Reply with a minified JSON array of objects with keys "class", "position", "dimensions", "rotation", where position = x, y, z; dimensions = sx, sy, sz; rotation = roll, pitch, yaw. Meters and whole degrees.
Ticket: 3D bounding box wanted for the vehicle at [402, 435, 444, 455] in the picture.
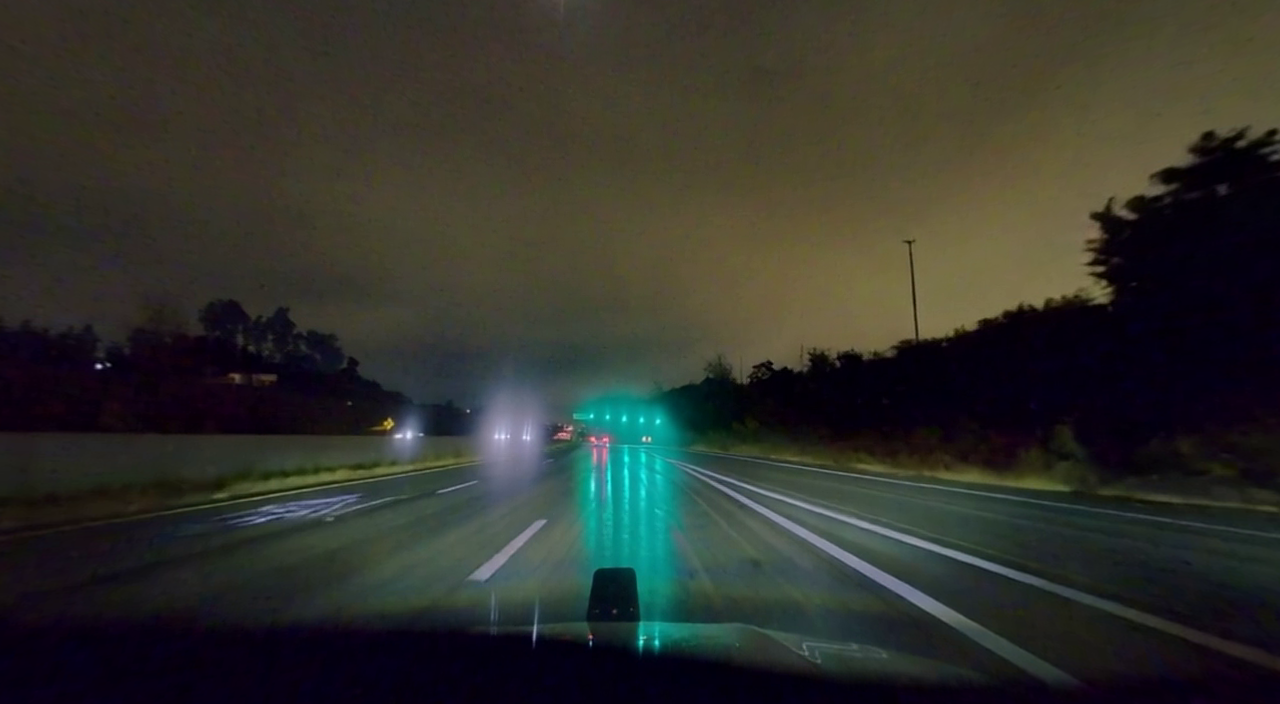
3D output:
[{"class":"vehicle","position":[-17.172,7.401,49.923],"dimensions":[1.842,1.480,4.347],"rotation":[0,-8,-1]}]
